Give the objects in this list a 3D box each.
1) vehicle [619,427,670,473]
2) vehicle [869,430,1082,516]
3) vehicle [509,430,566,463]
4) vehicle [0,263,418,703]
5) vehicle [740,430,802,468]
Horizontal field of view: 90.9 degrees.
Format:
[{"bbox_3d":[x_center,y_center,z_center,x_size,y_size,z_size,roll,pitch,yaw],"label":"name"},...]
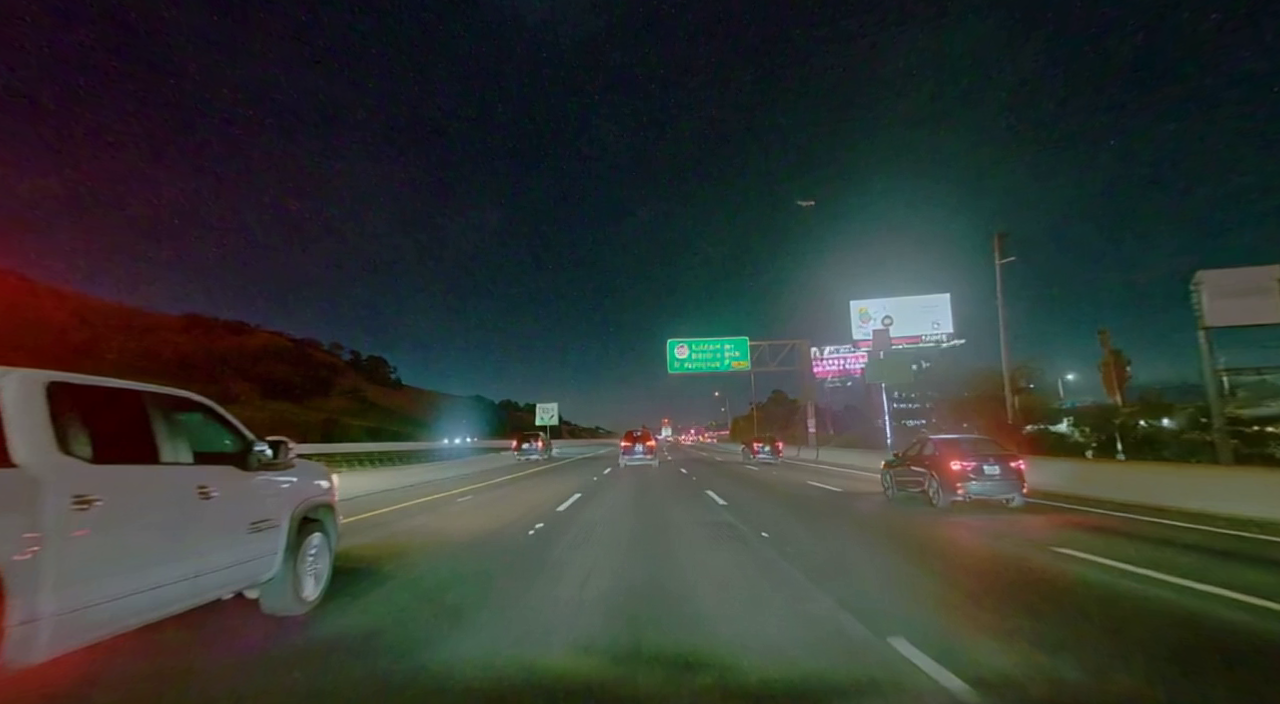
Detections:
[{"bbox_3d":[0.182,4.185,27.106,2.052,1.808,3.898,0,-8,0],"label":"vehicle"},{"bbox_3d":[6.639,2.425,13.192,1.998,1.456,4.338,0,-8,-1],"label":"vehicle"},{"bbox_3d":[-6.078,5.717,38.242,2.238,1.837,5.979,-1,-8,2],"label":"vehicle"},{"bbox_3d":[-3.511,0.927,3.871,2.316,1.999,5.765,0,-8,-2],"label":"vehicle"},{"bbox_3d":[6.569,4.919,32.161,2.067,1.775,4.372,0,-8,-2],"label":"vehicle"}]
